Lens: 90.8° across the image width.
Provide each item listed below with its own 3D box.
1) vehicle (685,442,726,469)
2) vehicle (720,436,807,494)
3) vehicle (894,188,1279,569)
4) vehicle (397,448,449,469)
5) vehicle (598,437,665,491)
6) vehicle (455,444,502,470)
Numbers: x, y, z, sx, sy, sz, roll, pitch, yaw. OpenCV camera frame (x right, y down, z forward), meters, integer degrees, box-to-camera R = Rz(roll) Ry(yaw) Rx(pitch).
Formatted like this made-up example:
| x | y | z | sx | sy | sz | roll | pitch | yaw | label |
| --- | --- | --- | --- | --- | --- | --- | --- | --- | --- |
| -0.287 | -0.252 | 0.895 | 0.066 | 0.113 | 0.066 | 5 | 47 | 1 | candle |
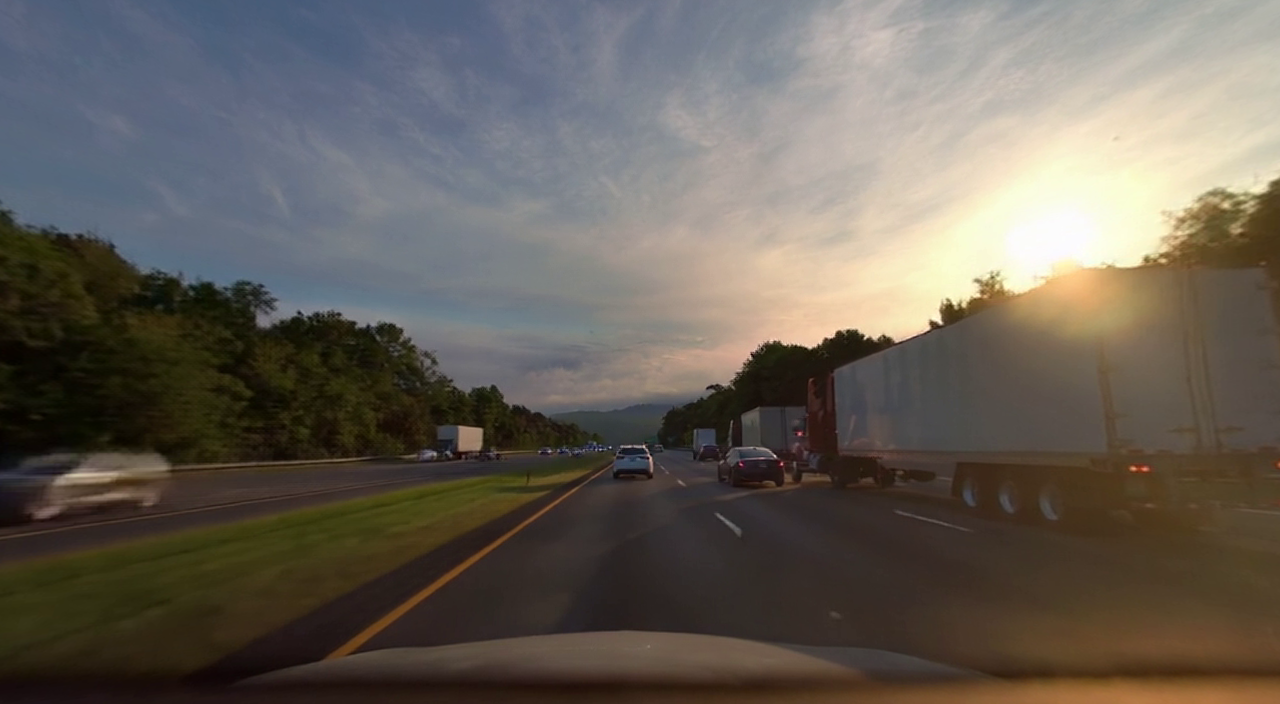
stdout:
| x | y | z | sx | sy | sz | roll | pitch | yaw | label |
| --- | --- | --- | --- | --- | --- | --- | --- | --- | --- |
| 4.157 | 6.609 | 40.474 | 2.150 | 1.632 | 4.260 | 0 | -9 | 0 | vehicle |
| 3.728 | 3.493 | 19.752 | 1.920 | 1.594 | 3.867 | 0 | -9 | -1 | vehicle |
| 7.604 | 0.829 | 10.877 | 2.823 | 4.063 | 8.485 | 0 | -9 | 0 | vehicle |
| -15.674 | 7.723 | 45.826 | 1.932 | 1.433 | 4.529 | -1 | -9 | 3 | vehicle |
| -0.242 | 3.682 | 20.976 | 2.023 | 1.618 | 3.628 | 0 | -9 | 0 | vehicle |
| -11.280 | 7.354 | 44.287 | 2.074 | 1.655 | 4.124 | -1 | -9 | 2 | vehicle |
